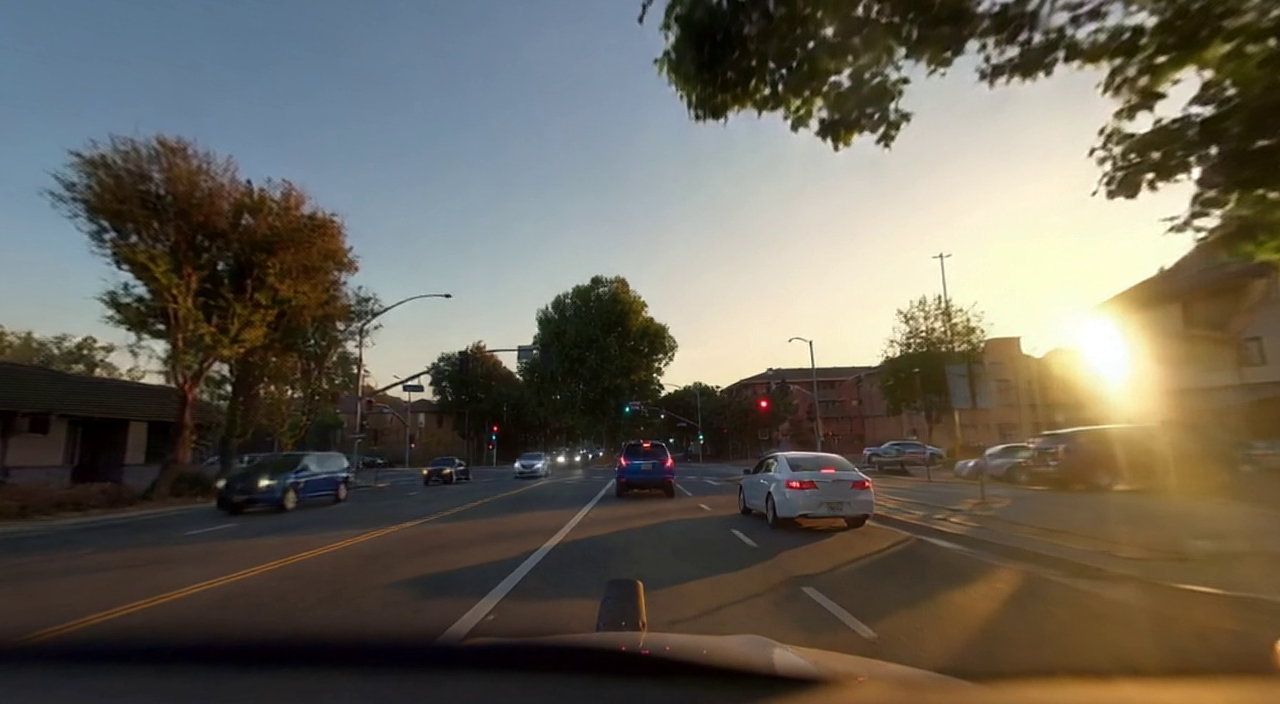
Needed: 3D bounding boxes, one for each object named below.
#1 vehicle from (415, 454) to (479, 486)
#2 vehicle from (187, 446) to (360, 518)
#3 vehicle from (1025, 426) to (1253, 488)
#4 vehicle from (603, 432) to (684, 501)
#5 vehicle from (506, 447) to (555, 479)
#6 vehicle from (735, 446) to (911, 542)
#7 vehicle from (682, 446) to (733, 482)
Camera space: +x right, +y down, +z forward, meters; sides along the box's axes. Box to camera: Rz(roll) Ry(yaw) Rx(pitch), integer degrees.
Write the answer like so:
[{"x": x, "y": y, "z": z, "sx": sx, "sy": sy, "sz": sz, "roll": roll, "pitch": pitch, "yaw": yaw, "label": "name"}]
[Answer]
[{"x": -10.037, "y": 6.165, "z": 33.066, "sx": 1.962, "sy": 1.458, "sz": 4.505, "roll": 0, "pitch": -9, "yaw": 0, "label": "vehicle"}, {"x": -10.255, "y": 3.610, "z": 18.136, "sx": 2.161, "sy": 1.764, "sz": 4.725, "roll": 0, "pitch": -9, "yaw": 0, "label": "vehicle"}, {"x": 13.704, "y": 2.907, "z": 17.472, "sx": 4.648, "sy": 1.583, "sz": 2.018, "roll": 0, "pitch": -9, "yaw": -2, "label": "vehicle"}, {"x": 0.074, "y": 3.560, "z": 19.911, "sx": 2.296, "sy": 1.947, "sz": 4.168, "roll": 0, "pitch": -9, "yaw": 0, "label": "vehicle"}, {"x": -6.416, "y": 6.545, "z": 37.327, "sx": 2.092, "sy": 1.802, "sz": 4.270, "roll": 0, "pitch": -9, "yaw": 1, "label": "vehicle"}, {"x": 3.206, "y": 2.556, "z": 12.066, "sx": 1.900, "sy": 1.478, "sz": 4.425, "roll": 0, "pitch": -9, "yaw": -2, "label": "vehicle"}, {"x": 3.506, "y": 5.888, "z": 33.364, "sx": 2.138, "sy": 1.729, "sz": 4.178, "roll": 0, "pitch": -9, "yaw": -1, "label": "vehicle"}]
